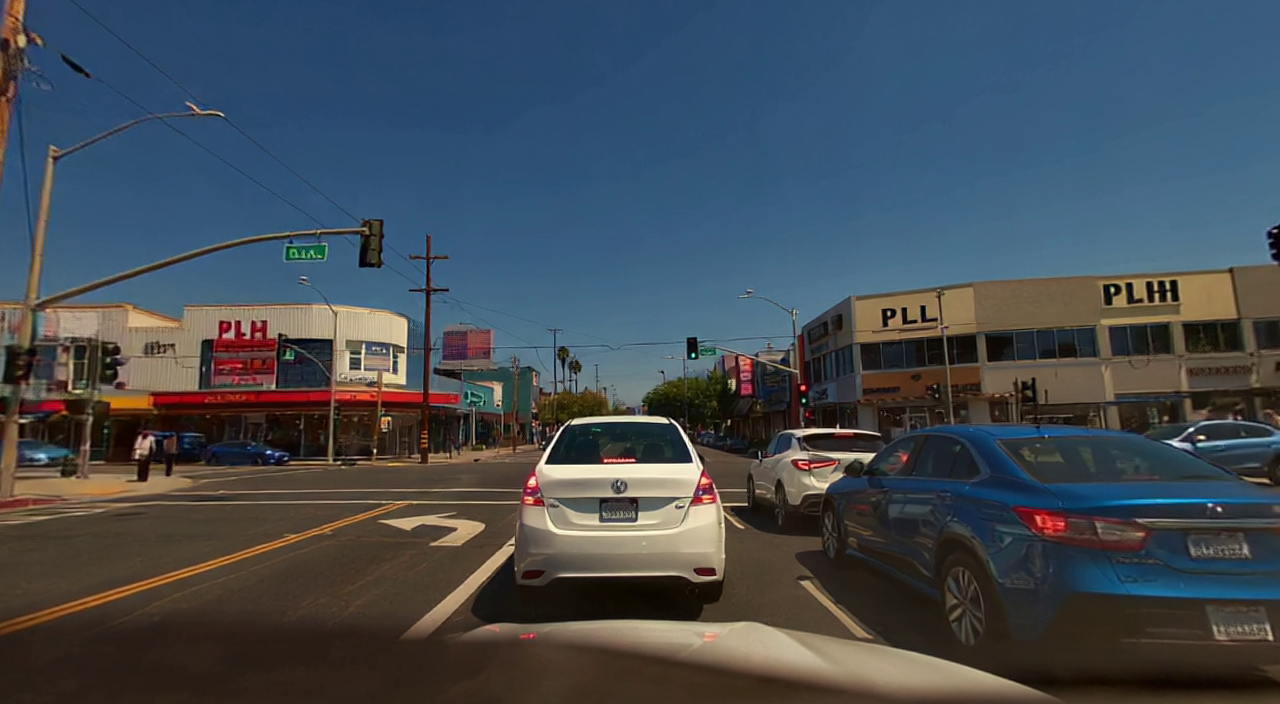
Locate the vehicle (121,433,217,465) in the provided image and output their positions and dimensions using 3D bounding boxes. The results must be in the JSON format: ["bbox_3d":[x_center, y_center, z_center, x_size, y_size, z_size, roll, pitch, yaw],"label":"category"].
[{"bbox_3d":[-25.300,5.216,33.971,4.253,1.570,2.132,-4,-9,22],"label":"vehicle"}]

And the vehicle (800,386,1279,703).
[{"bbox_3d":[3.032,1.331,5.582,1.983,1.654,4.354,0,-8,-2],"label":"vehicle"}]

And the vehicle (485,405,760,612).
[{"bbox_3d":[-0.139,1.560,7.318,2.123,1.589,4.702,0,-8,0],"label":"vehicle"}]

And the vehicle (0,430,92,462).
[{"bbox_3d":[-32.091,5.076,34.129,4.164,1.652,2.087,-4,-9,25],"label":"vehicle"}]
